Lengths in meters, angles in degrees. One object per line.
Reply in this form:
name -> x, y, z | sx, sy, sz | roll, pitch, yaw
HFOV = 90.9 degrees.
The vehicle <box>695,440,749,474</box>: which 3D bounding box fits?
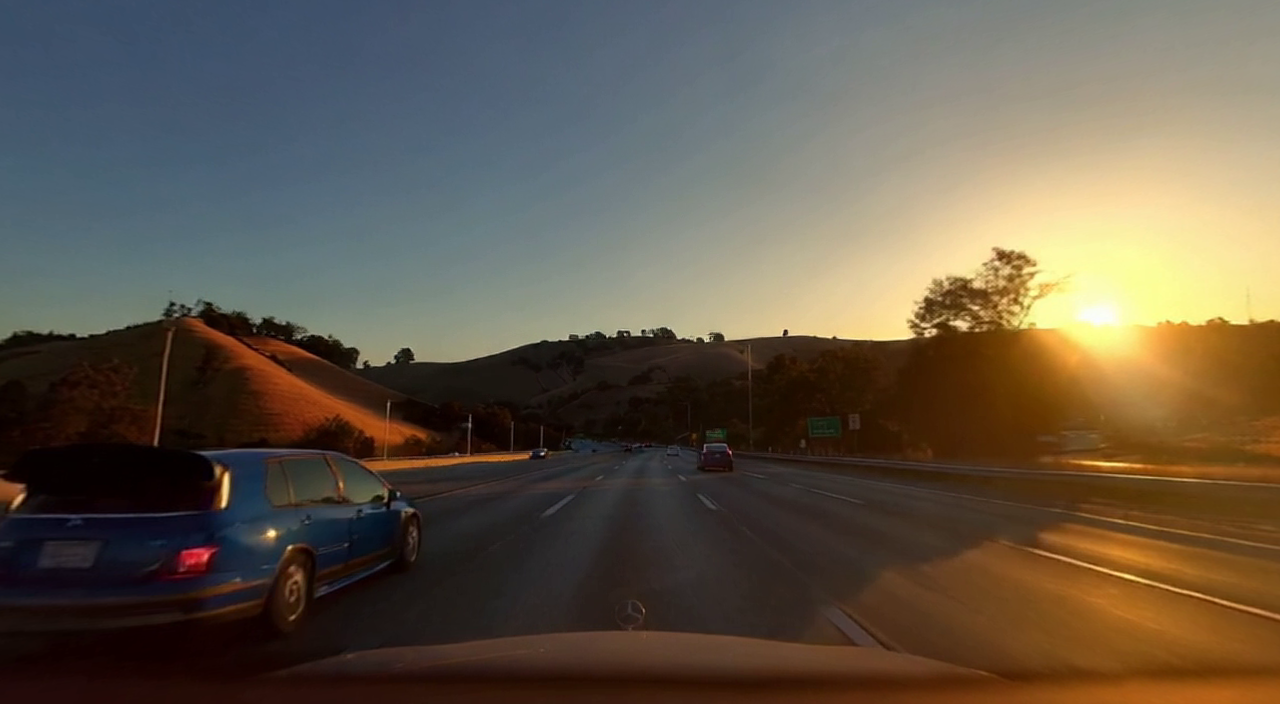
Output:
vehicle -> 3.783, 4.950, 29.925 | 1.916, 1.469, 4.481 | 0, -8, 0
